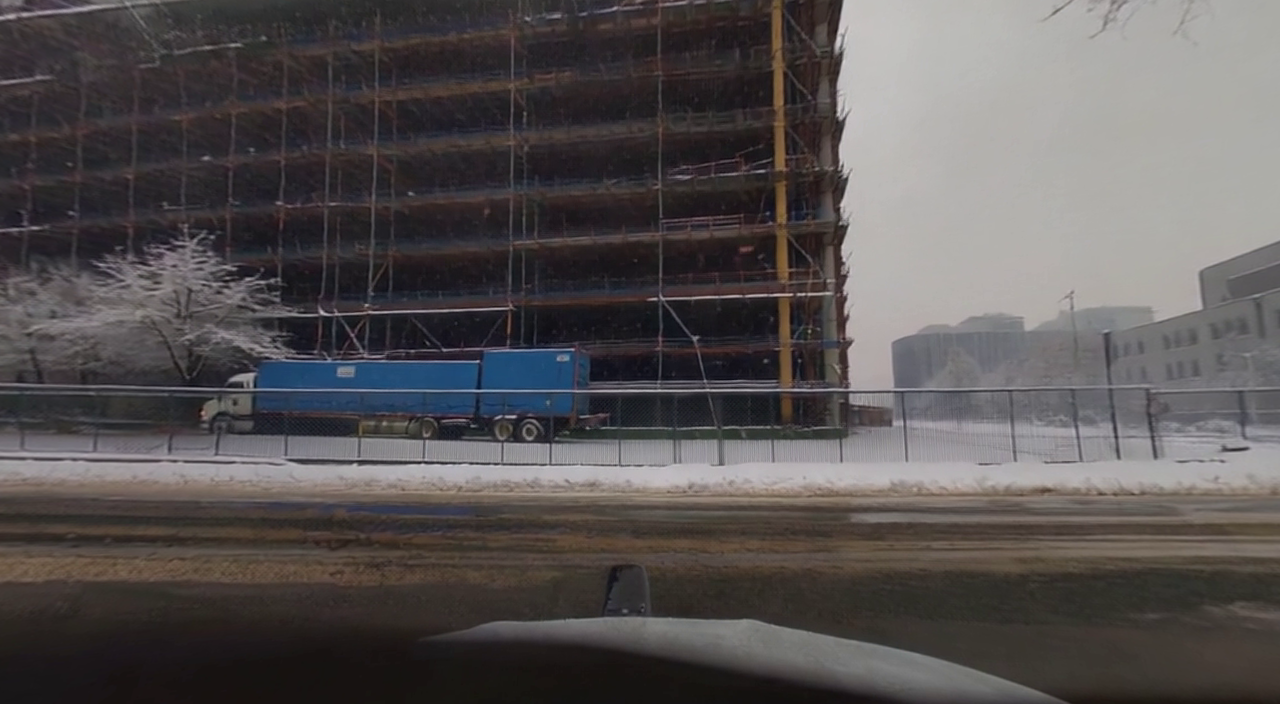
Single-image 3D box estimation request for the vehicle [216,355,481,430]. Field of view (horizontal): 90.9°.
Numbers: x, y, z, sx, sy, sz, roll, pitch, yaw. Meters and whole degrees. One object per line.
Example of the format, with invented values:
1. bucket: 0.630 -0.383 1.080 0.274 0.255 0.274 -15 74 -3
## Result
1. vehicle: -17.068 2.548 38.025 14.067 4.099 2.832 1 -8 -7
